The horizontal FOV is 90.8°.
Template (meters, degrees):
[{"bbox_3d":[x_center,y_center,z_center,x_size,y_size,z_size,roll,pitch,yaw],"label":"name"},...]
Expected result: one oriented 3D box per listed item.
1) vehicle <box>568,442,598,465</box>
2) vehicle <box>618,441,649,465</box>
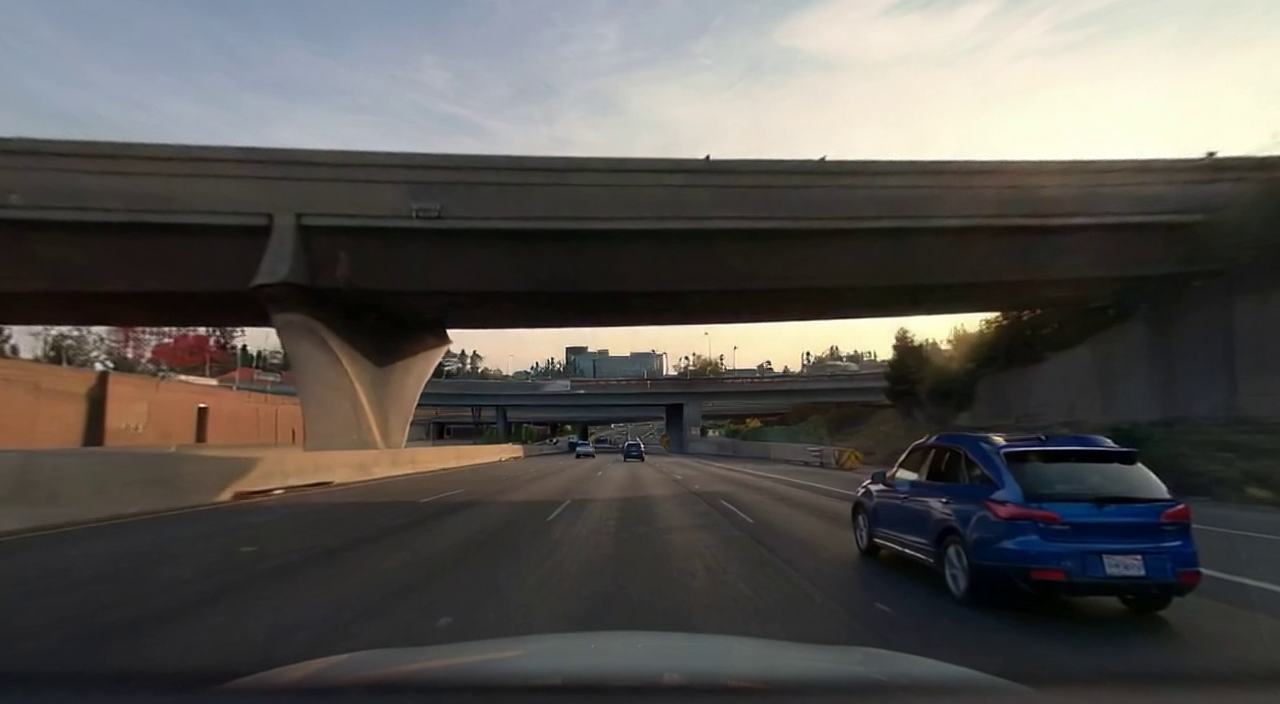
[{"bbox_3d":[-4.327,7.753,48.486,2.000,1.646,4.201,0,-8,0],"label":"vehicle"},{"bbox_3d":[-0.500,7.264,45.689,2.132,1.657,3.967,0,-8,-1],"label":"vehicle"}]
